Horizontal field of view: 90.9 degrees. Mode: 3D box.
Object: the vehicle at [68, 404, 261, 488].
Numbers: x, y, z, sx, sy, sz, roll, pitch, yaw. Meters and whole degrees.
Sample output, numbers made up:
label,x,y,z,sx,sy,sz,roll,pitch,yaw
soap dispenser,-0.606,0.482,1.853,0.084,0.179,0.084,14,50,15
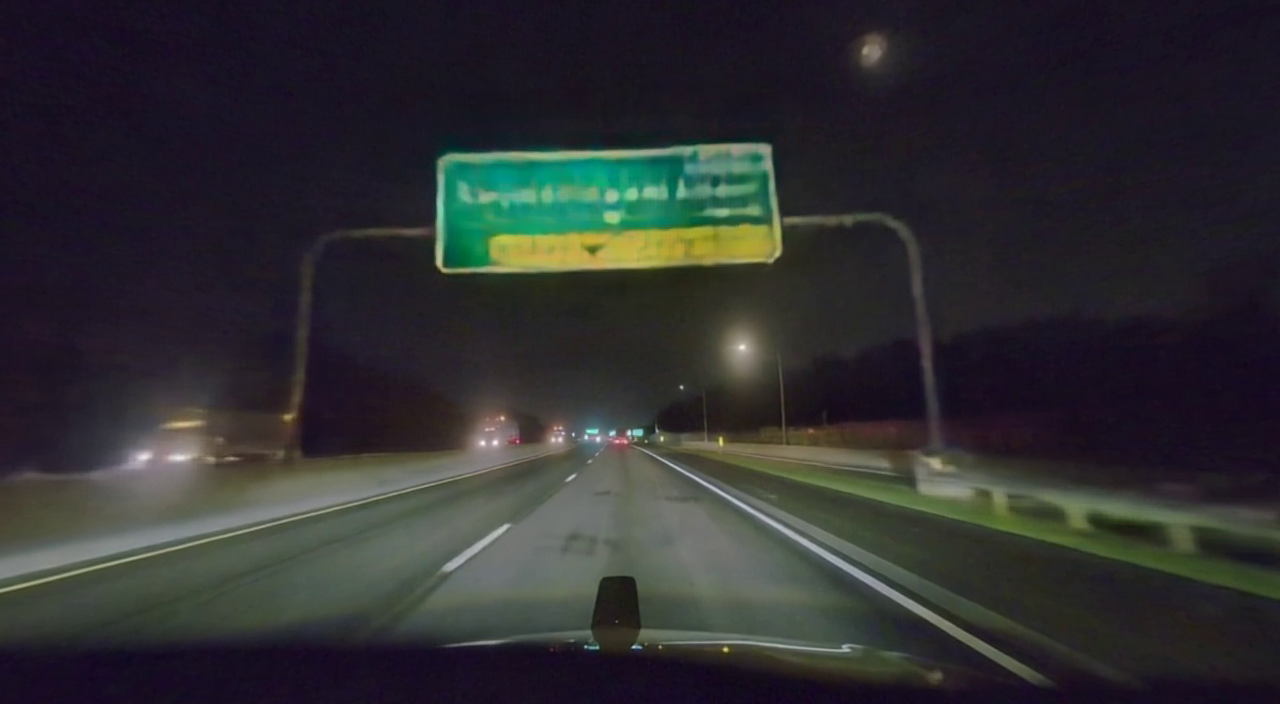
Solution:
label,x,y,z,sx,sy,sz,roll,pitch,yaw
vehicle,-17.993,3.568,24.508,2.546,2.779,6.379,0,-7,-1
